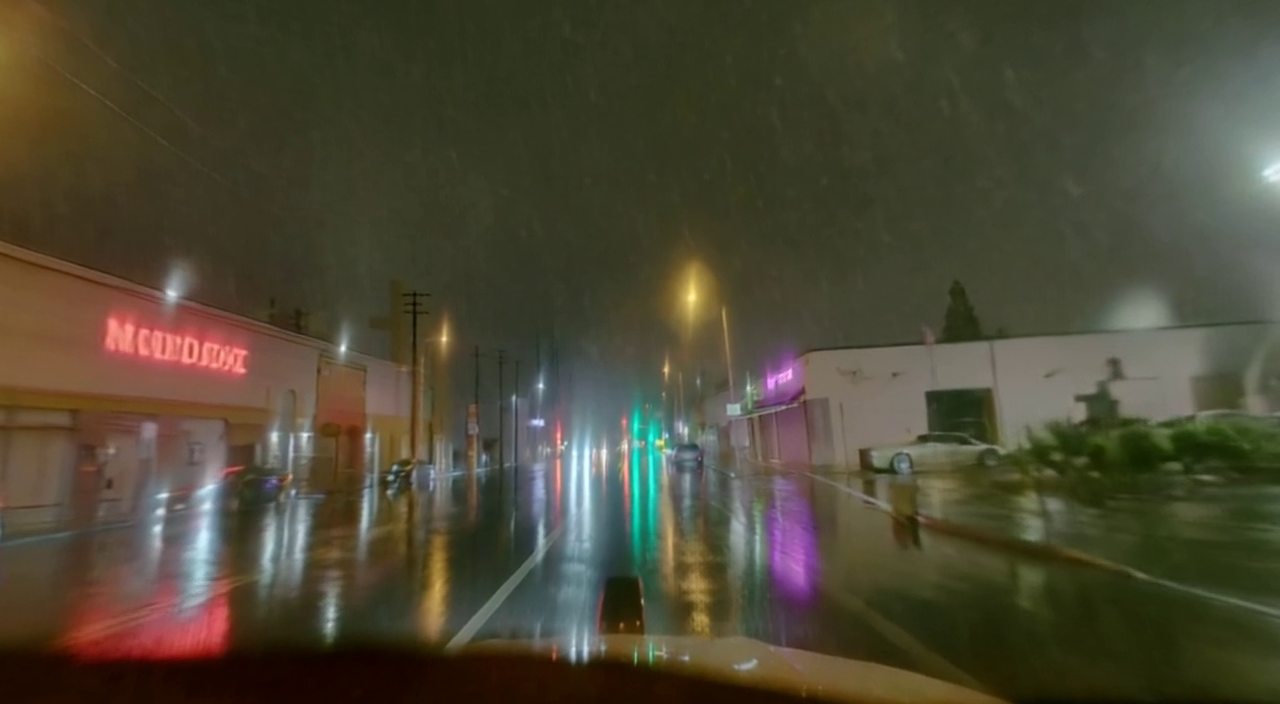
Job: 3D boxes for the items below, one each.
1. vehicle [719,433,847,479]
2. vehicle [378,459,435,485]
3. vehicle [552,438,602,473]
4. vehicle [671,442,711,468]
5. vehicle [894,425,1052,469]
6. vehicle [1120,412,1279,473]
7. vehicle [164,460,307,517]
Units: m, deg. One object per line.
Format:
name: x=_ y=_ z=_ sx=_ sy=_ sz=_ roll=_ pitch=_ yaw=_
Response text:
vehicle: x=5.300 y=3.939 z=24.075 sx=4.474 sy=1.632 sz=2.234 roll=-1 pitch=-8 yaw=5
vehicle: x=-15.766 y=8.127 z=42.915 sx=2.073 sy=1.492 sz=4.687 roll=-1 pitch=-8 yaw=0
vehicle: x=-3.500 y=5.839 z=35.910 sx=2.348 sy=1.831 sz=4.737 roll=0 pitch=-8 yaw=0
vehicle: x=3.183 y=6.589 z=40.575 sx=2.007 sy=1.558 sz=4.464 roll=0 pitch=-8 yaw=-2
vehicle: x=12.815 y=3.727 z=24.708 sx=5.034 sy=1.590 sz=2.025 roll=-2 pitch=-8 yaw=13
vehicle: x=15.740 y=2.364 z=16.520 sx=4.877 sy=1.471 sz=1.852 roll=0 pitch=-8 yaw=-2
vehicle: x=-15.485 y=5.212 z=24.669 sx=1.966 sy=1.760 sz=5.423 roll=-1 pitch=-8 yaw=0
